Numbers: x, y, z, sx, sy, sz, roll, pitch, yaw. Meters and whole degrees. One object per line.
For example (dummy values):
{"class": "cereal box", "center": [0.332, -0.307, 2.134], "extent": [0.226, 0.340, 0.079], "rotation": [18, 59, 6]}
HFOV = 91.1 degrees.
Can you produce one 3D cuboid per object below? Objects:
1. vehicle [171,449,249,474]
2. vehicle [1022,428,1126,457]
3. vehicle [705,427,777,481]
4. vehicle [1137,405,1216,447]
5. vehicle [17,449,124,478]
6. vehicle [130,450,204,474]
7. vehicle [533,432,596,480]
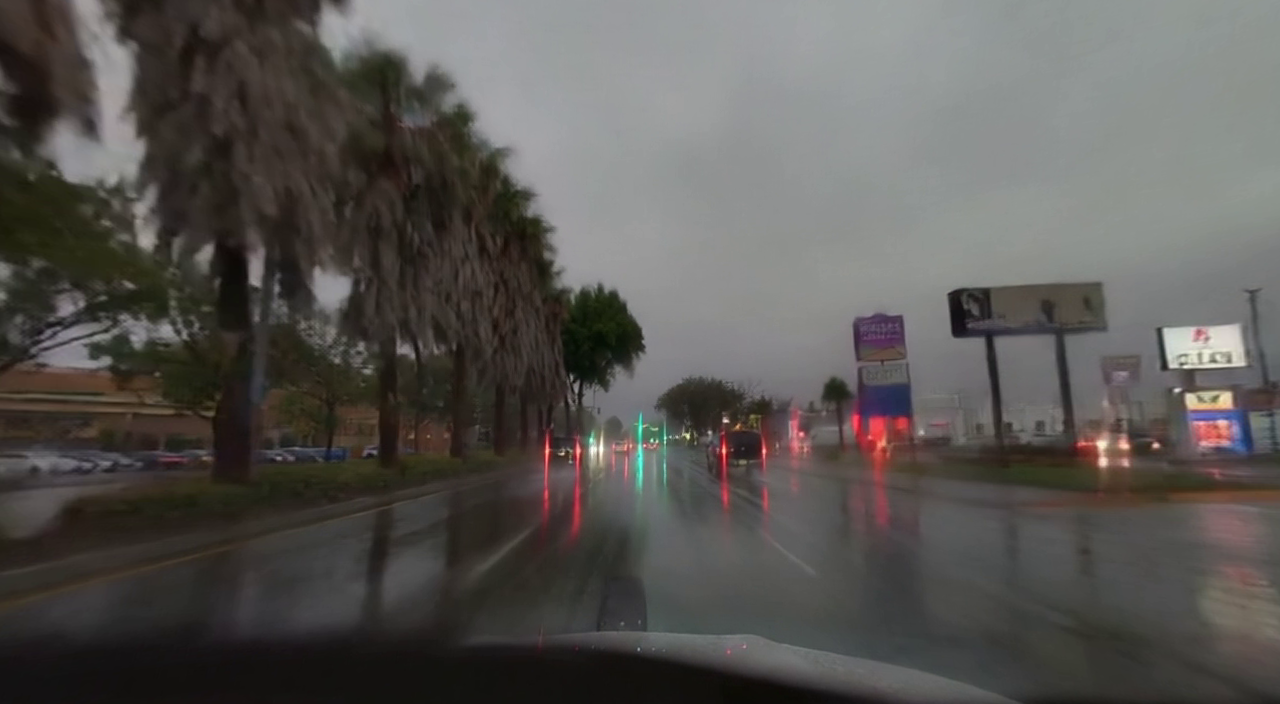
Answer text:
{"class": "vehicle", "center": [-33.133, 8.426, 48.615], "extent": [2.099, 1.792, 5.422], "rotation": [0, -8, 2]}
{"class": "vehicle", "center": [27.204, 5.707, 39.462], "extent": [4.699, 1.608, 2.379], "rotation": [-2, -9, -2]}
{"class": "vehicle", "center": [3.856, 3.986, 24.765], "extent": [2.024, 1.921, 4.431], "rotation": [0, -8, -1]}
{"class": "vehicle", "center": [33.589, 4.666, 39.353], "extent": [2.852, 2.462, 2.062], "rotation": [-1, -9, 0]}
{"class": "vehicle", "center": [-36.481, 7.116, 40.418], "extent": [2.102, 1.730, 5.018], "rotation": [0, -8, 1]}
{"class": "vehicle", "center": [-36.473, 8.438, 48.566], "extent": [2.124, 1.713, 4.465], "rotation": [0, -8, 2]}
{"class": "vehicle", "center": [-3.018, 4.269, 26.036], "extent": [2.014, 1.775, 4.404], "rotation": [0, -8, 1]}
